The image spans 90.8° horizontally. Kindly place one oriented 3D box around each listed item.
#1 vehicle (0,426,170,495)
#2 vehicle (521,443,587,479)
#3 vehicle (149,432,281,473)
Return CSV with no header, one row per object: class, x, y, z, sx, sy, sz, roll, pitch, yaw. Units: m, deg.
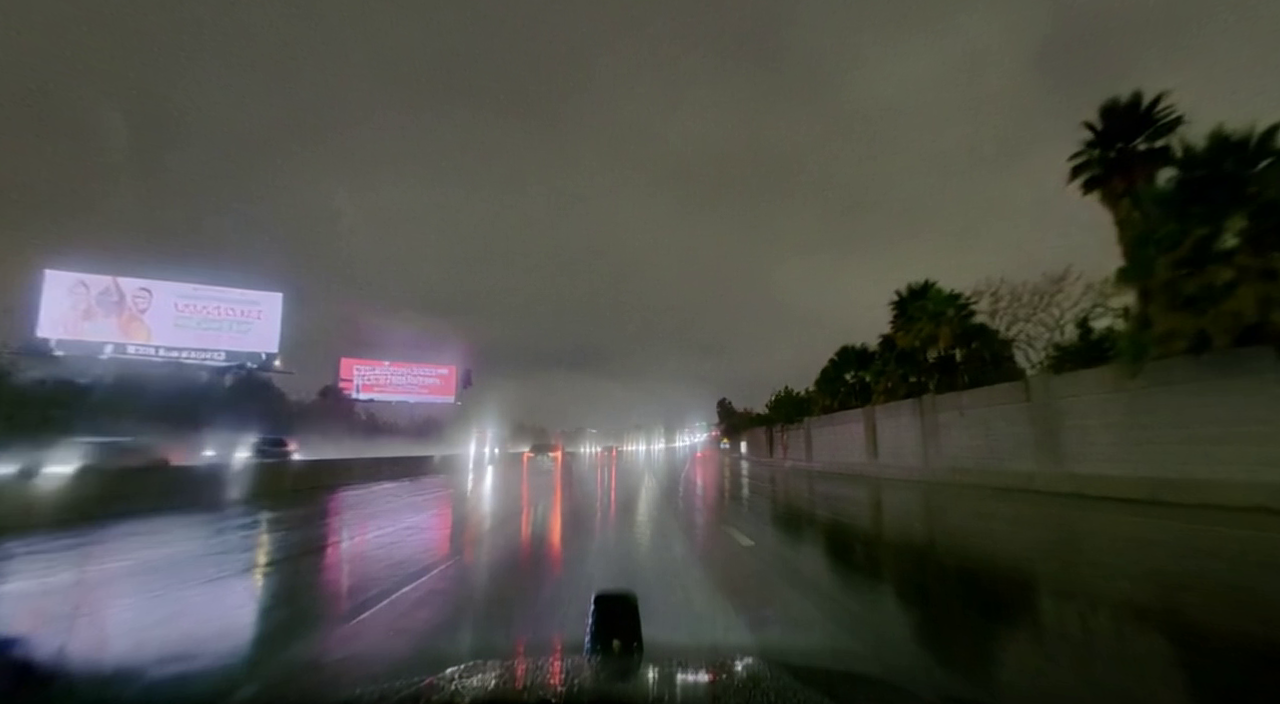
vehicle,-14.668,2.719,16.166,1.853,1.509,4.397,0,-9,1
vehicle,-3.686,4.770,28.012,2.078,1.457,4.648,0,-9,2
vehicle,-17.894,4.272,26.998,2.065,1.599,5.006,0,-9,1
